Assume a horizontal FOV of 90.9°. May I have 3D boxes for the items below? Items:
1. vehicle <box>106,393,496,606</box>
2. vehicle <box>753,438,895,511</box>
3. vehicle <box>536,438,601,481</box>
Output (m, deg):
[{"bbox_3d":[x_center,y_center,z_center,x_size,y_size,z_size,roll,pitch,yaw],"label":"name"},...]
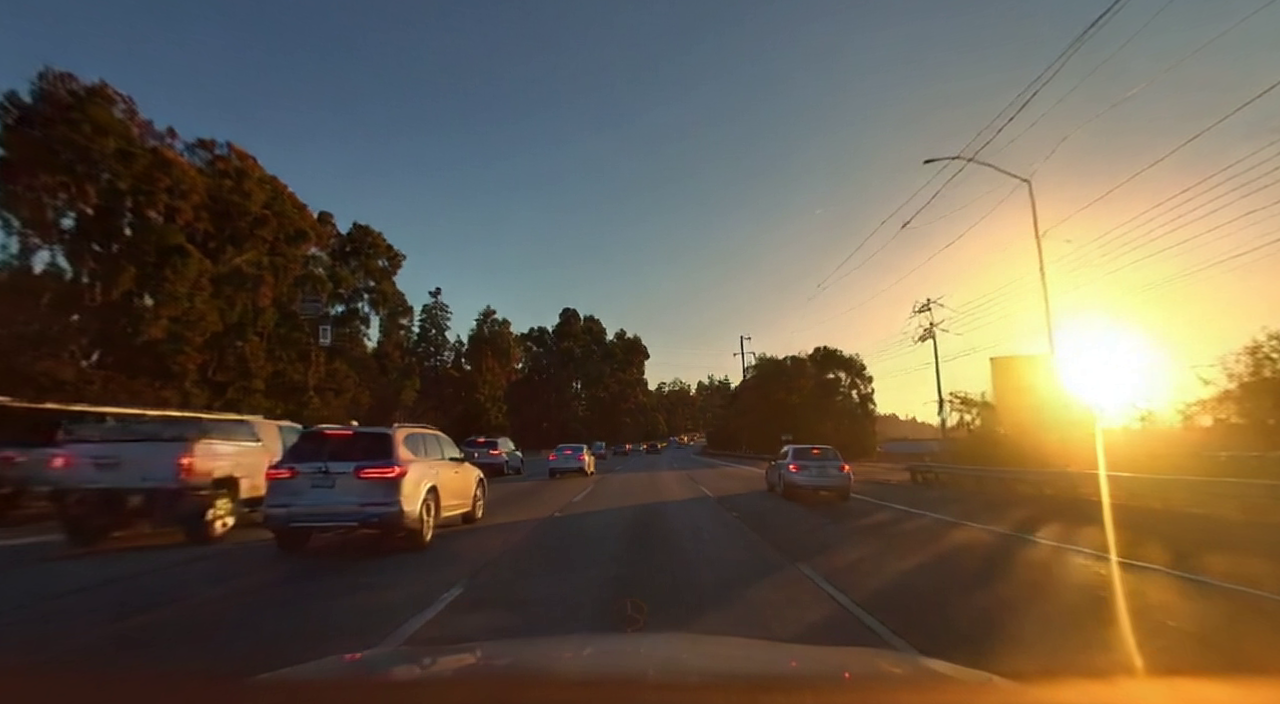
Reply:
[{"bbox_3d":[-3.373,1.574,7.636,2.133,1.775,4.530,0,-8,1],"label":"vehicle"},{"bbox_3d":[4.197,2.868,15.321,2.022,1.472,4.678,0,-8,0],"label":"vehicle"},{"bbox_3d":[-2.941,4.539,27.045,2.133,1.668,4.505,0,-8,2],"label":"vehicle"}]
